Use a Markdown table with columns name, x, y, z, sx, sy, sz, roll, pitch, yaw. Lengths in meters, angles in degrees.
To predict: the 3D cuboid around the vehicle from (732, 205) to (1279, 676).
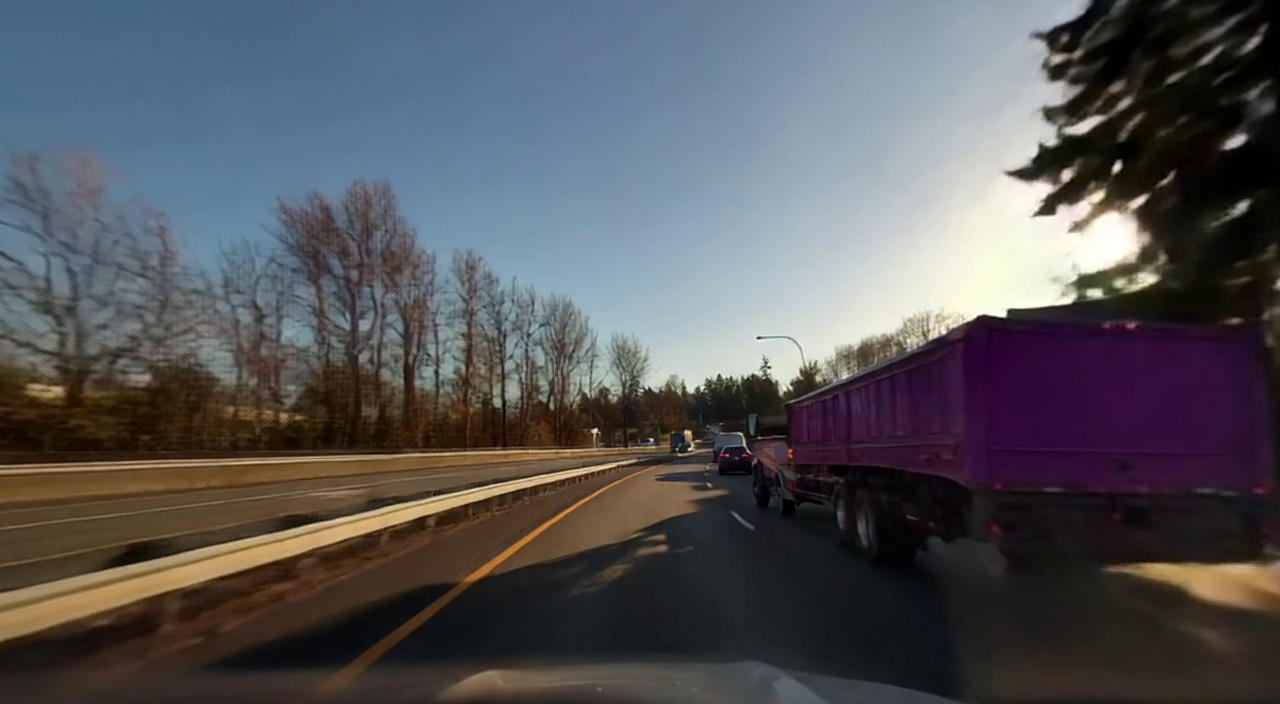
| name | x | y | z | sx | sy | sz | roll | pitch | yaw |
| --- | --- | --- | --- | --- | --- | --- | --- | --- | --- |
| vehicle | 4.107 | 1.692 | 11.952 | 2.916 | 3.563 | 14.462 | -1 | -9 | 2 |
